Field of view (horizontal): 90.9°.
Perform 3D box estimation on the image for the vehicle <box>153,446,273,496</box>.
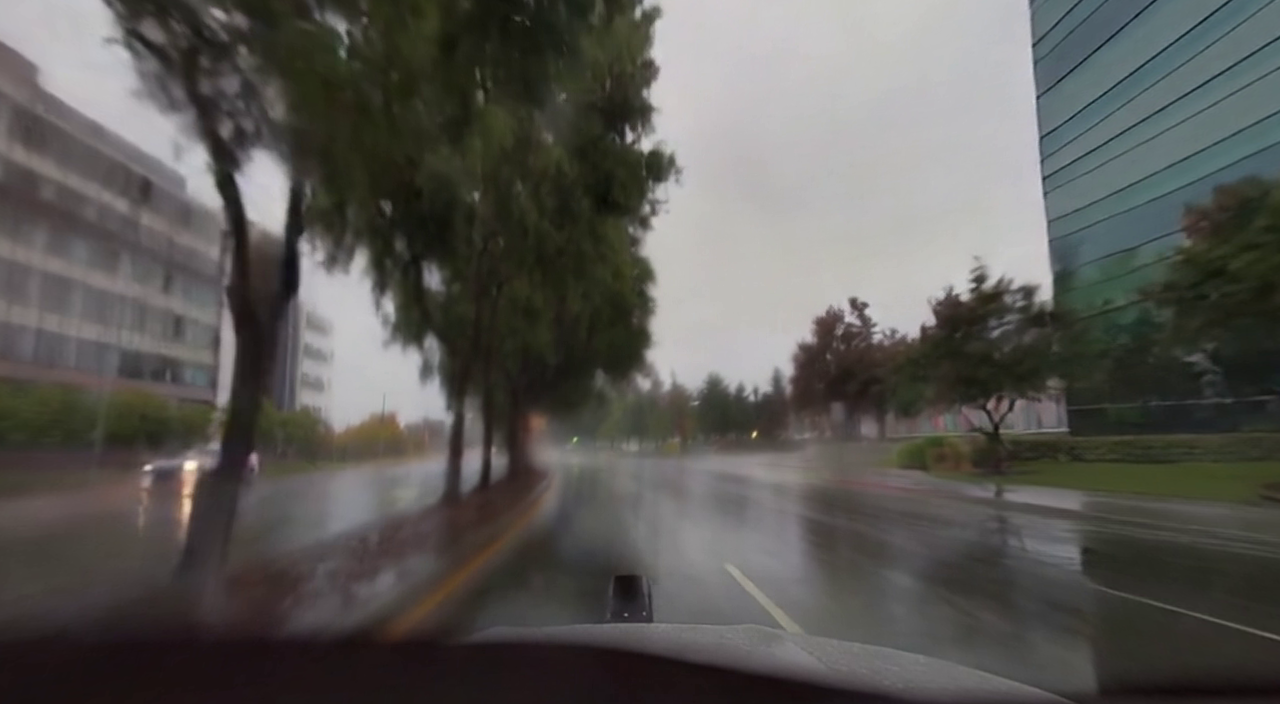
[{"bbox_3d":[-17.037,4.716,25.485,2.091,1.809,4.550,1,-9,-7],"label":"vehicle"}]
